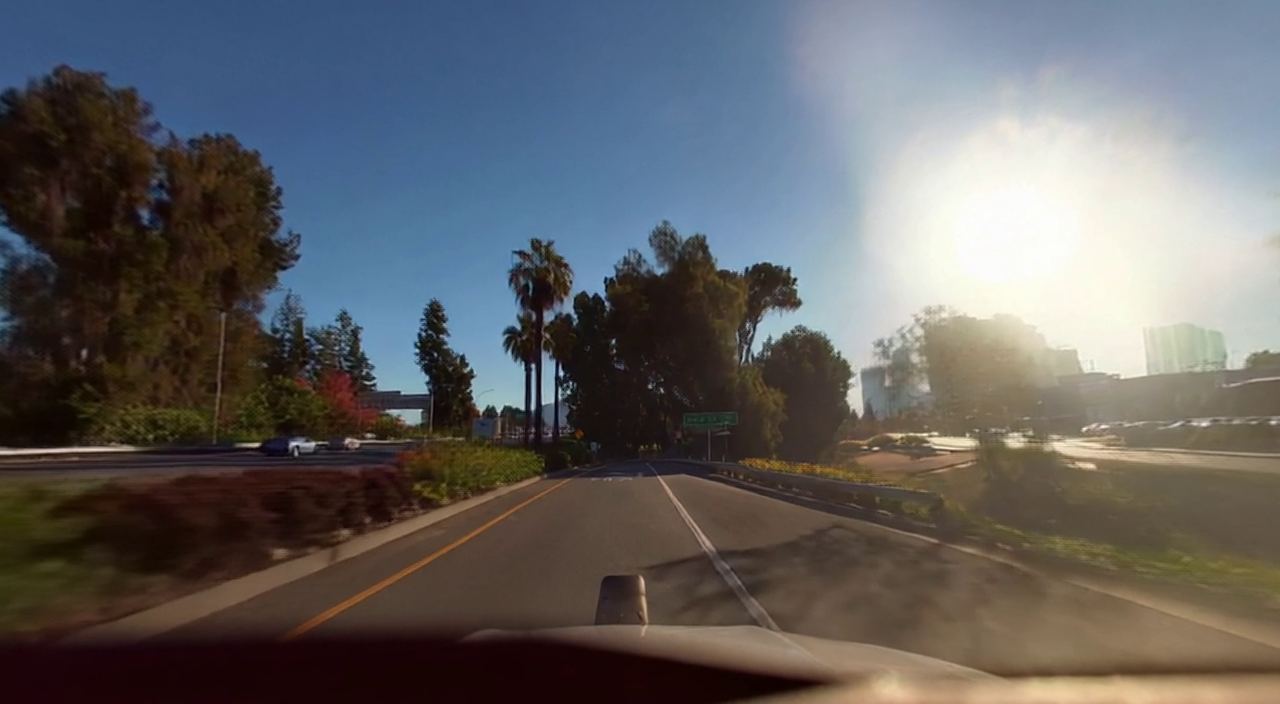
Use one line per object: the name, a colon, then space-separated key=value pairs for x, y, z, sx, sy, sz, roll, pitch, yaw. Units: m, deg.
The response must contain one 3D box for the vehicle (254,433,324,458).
vehicle: x=-21.960 y=5.891 z=39.771 sx=1.933 sy=1.496 sz=4.516 roll=0 pitch=-9 yaw=-2
